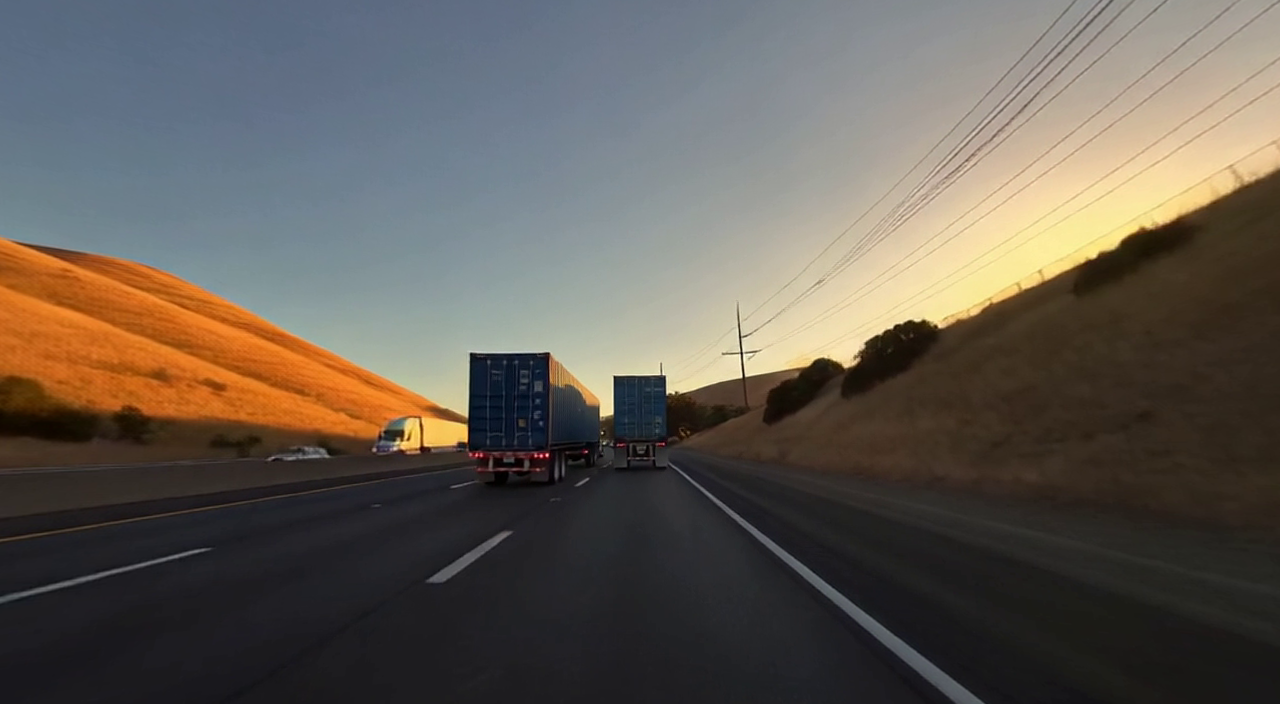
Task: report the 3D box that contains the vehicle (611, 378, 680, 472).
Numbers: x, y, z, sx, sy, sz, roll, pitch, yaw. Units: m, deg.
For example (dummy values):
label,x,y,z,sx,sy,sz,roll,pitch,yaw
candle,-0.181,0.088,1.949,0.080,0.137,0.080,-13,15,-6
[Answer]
label,x,y,z,sx,sy,sz,roll,pitch,yaw
vehicle,0.131,4.006,33.339,3.006,4.120,11.586,0,-8,-1

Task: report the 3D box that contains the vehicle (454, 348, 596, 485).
label,x,y,z,sx,sy,sz,roll,pitch,yaw
vehicle,-3.913,2.882,25.694,3.065,4.105,13.706,0,-8,1
